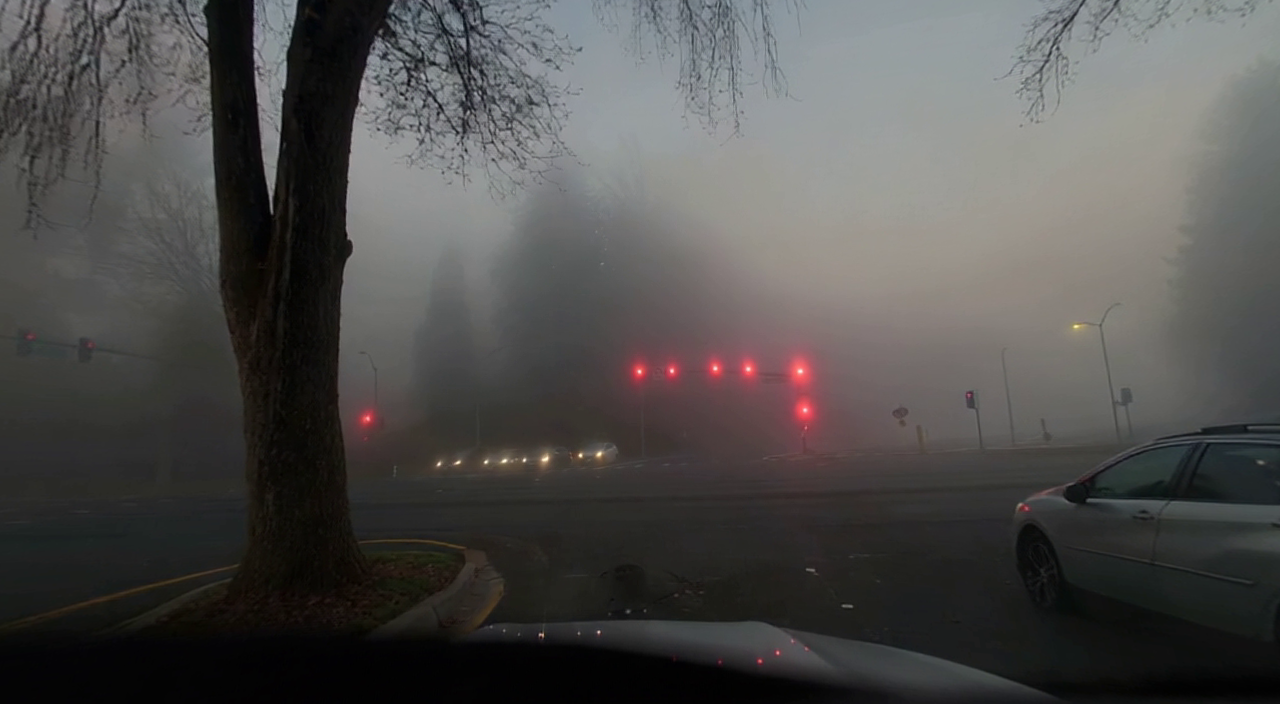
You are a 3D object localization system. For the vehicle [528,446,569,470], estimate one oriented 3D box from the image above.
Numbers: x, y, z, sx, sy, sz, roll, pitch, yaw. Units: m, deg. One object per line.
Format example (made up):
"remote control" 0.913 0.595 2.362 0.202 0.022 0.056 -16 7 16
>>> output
"vehicle" -6.562 7.609 45.507 2.126 1.657 4.307 -1 -9 2

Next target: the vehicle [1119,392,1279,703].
"vehicle" 3.060 0.619 0.418 1.978 1.468 4.544 0 -9 1

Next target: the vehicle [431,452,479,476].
"vehicle" -13.403 8.113 45.984 2.101 1.637 4.304 0 -9 1

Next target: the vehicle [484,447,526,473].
"vehicle" -9.781 7.833 45.933 2.064 1.725 4.243 0 -9 1
